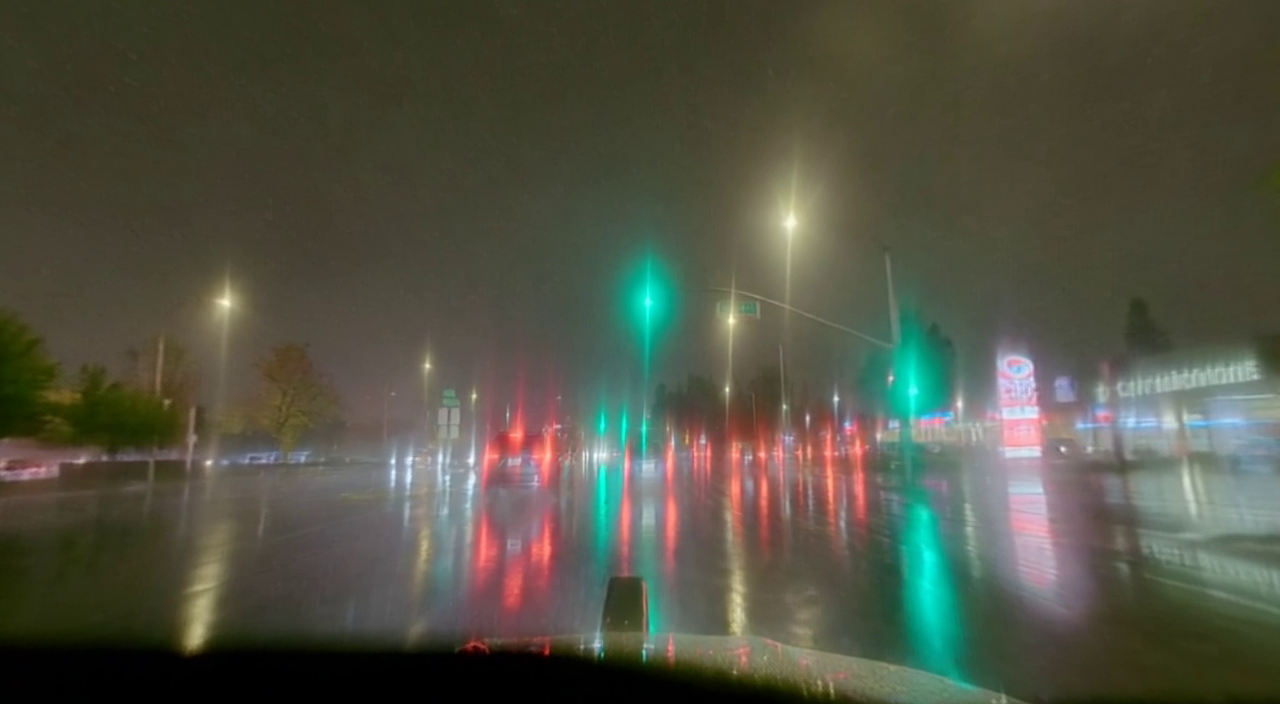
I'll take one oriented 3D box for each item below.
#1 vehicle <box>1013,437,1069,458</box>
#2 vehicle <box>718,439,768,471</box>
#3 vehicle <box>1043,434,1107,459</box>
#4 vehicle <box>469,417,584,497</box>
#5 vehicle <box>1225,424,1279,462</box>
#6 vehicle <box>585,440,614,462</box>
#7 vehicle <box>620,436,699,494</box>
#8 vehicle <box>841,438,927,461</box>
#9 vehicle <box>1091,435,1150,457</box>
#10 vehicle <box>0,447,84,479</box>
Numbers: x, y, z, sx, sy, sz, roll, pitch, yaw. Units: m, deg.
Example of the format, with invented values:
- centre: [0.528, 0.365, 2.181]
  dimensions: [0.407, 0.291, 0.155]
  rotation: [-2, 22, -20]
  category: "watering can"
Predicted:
- centre: [28.549, 6.767, 44.835]
  dimensions: [3.873, 1.429, 1.765]
  rotation: [5, -10, -31]
  category: "vehicle"
- centre: [5.285, 5.356, 32.936]
  dimensions: [1.900, 1.507, 4.151]
  rotation: [0, -8, 0]
  category: "vehicle"
- centre: [29.351, 6.359, 42.485]
  dimensions: [4.225, 1.502, 1.915]
  rotation: [3, -9, -32]
  category: "vehicle"
- centre: [-3.016, 2.963, 18.158]
  dimensions: [2.289, 1.935, 5.227]
  rotation: [0, -8, 0]
  category: "vehicle"
- centre: [32.944, 4.636, 32.576]
  dimensions: [5.720, 1.822, 2.307]
  rotation: [3, -9, -32]
  category: "vehicle"
- centre: [-2.969, 7.369, 46.893]
  dimensions: [1.902, 1.522, 3.523]
  rotation: [0, -8, 1]
  category: "vehicle"
- centre: [0.508, 3.253, 18.565]
  dimensions: [2.061, 1.494, 4.079]
  rotation: [0, -8, 0]
  category: "vehicle"
- centre: [15.682, 6.299, 40.709]
  dimensions: [4.756, 1.422, 1.831]
  rotation: [0, -8, -1]
  category: "vehicle"
- centre: [34.619, 6.762, 45.379]
  dimensions: [4.052, 1.445, 1.889]
  rotation: [5, -10, -32]
  category: "vehicle"
- centre: [-31.299, 5.644, 32.125]
  dimensions: [4.156, 1.519, 1.804]
  rotation: [0, -8, 0]
  category: "vehicle"
